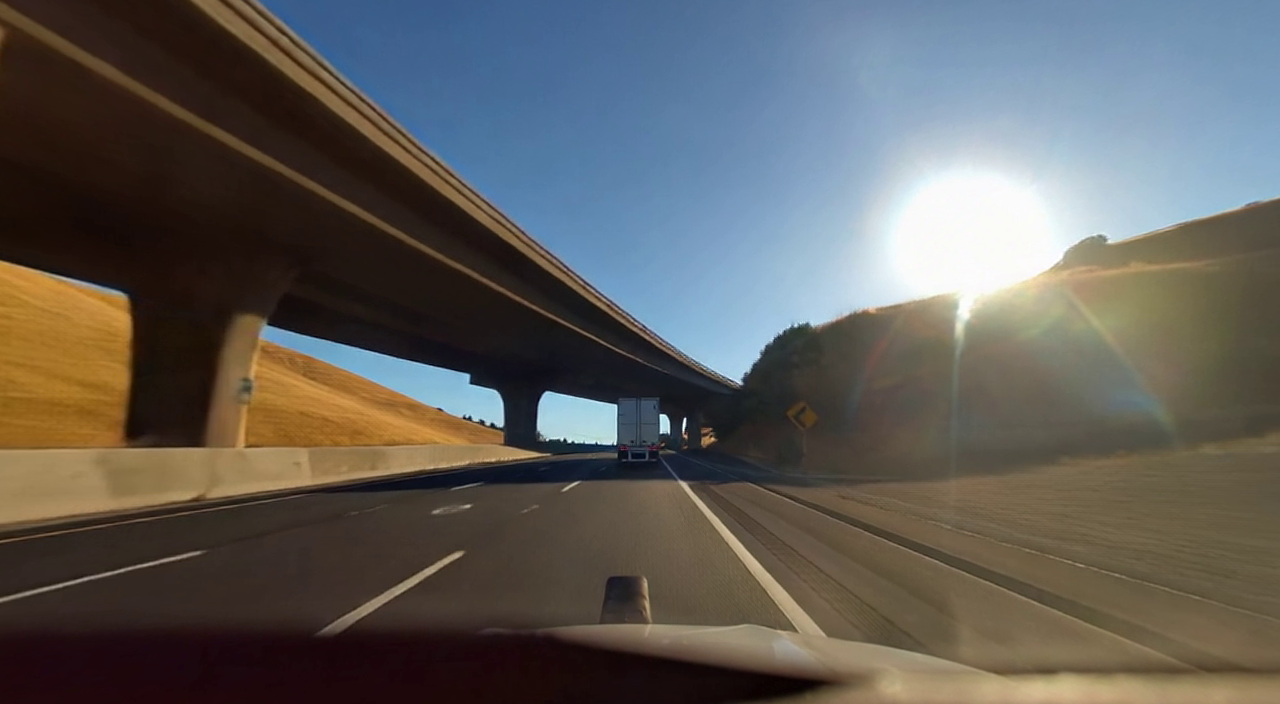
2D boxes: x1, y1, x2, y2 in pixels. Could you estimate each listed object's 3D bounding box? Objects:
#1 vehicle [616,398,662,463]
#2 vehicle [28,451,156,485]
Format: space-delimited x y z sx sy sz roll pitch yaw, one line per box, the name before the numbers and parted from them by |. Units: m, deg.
vehicle | -0.073 5.698 44.676 2.866 4.014 11.261 0 -8 0
vehicle | -29.047 6.143 33.741 1.919 1.637 5.291 -1 -8 3
